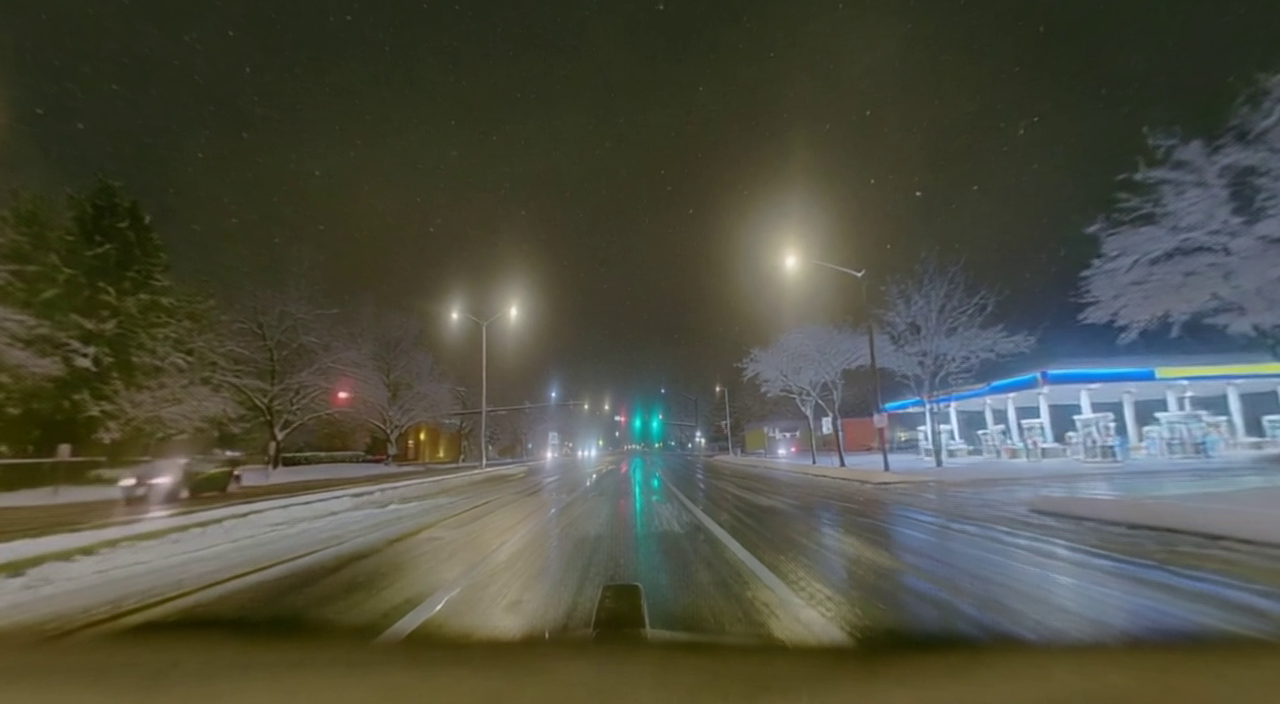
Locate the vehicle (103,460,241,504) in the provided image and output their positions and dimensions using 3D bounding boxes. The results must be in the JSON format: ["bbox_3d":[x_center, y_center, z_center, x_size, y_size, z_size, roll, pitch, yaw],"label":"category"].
[{"bbox_3d":[-18.541,5.141,25.379,2.048,1.479,4.490,-1,-8,1],"label":"vehicle"}]
